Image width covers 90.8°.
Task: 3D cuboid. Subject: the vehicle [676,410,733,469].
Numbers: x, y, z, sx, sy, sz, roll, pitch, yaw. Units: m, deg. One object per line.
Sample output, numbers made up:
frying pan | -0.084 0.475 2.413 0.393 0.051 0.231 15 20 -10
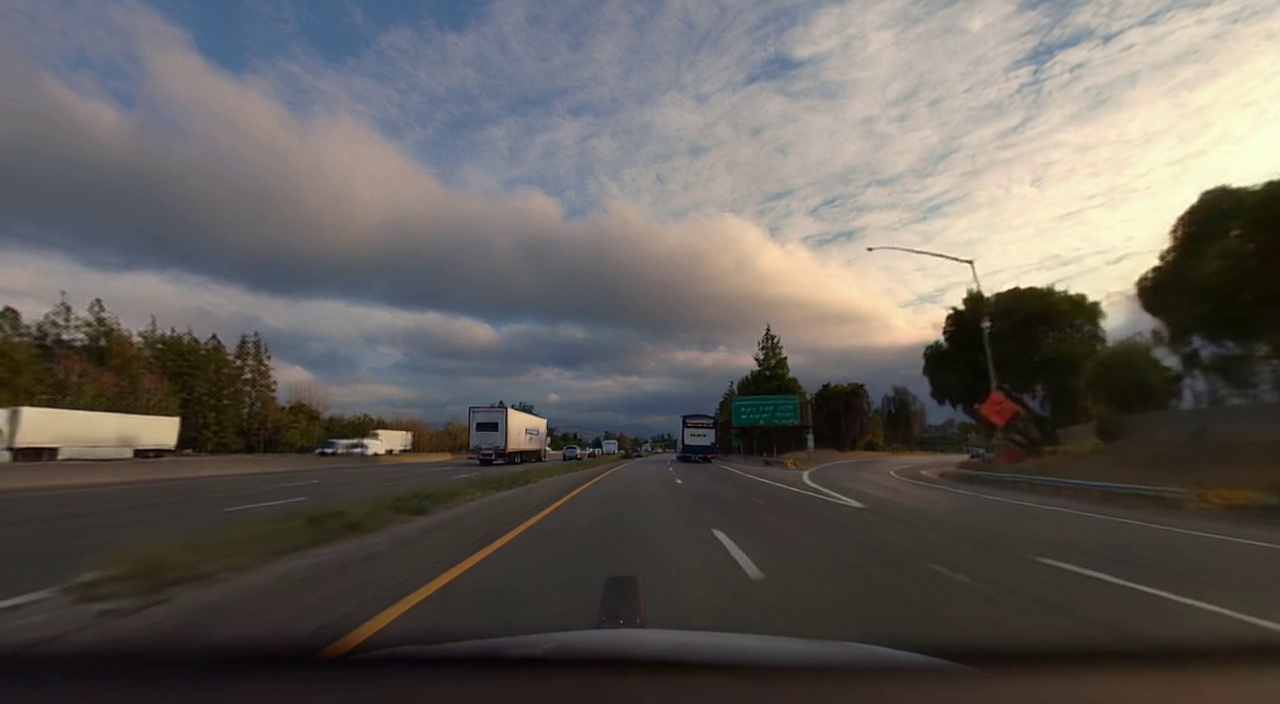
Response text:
vehicle | 4.376 6.522 46.296 2.928 3.595 13.975 0 -9 1

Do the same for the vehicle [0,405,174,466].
vehicle | -42.393 6.518 47.909 2.840 3.938 13.955 -1 -9 3
